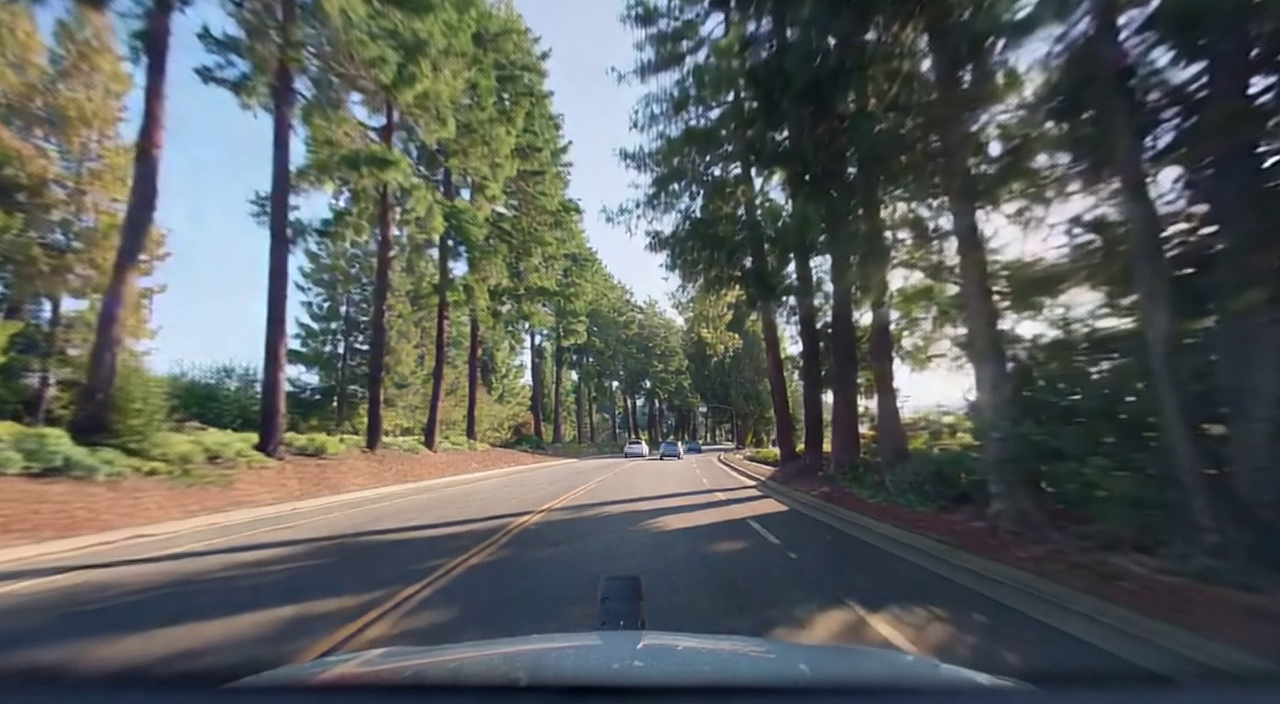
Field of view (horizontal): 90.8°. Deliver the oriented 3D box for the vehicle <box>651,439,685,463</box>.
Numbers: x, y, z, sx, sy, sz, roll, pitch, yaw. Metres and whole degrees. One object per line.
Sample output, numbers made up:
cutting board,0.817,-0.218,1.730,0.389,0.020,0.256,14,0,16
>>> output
vehicle,1.857,6.410,40.935,2.071,1.474,4.047,-1,-8,5
